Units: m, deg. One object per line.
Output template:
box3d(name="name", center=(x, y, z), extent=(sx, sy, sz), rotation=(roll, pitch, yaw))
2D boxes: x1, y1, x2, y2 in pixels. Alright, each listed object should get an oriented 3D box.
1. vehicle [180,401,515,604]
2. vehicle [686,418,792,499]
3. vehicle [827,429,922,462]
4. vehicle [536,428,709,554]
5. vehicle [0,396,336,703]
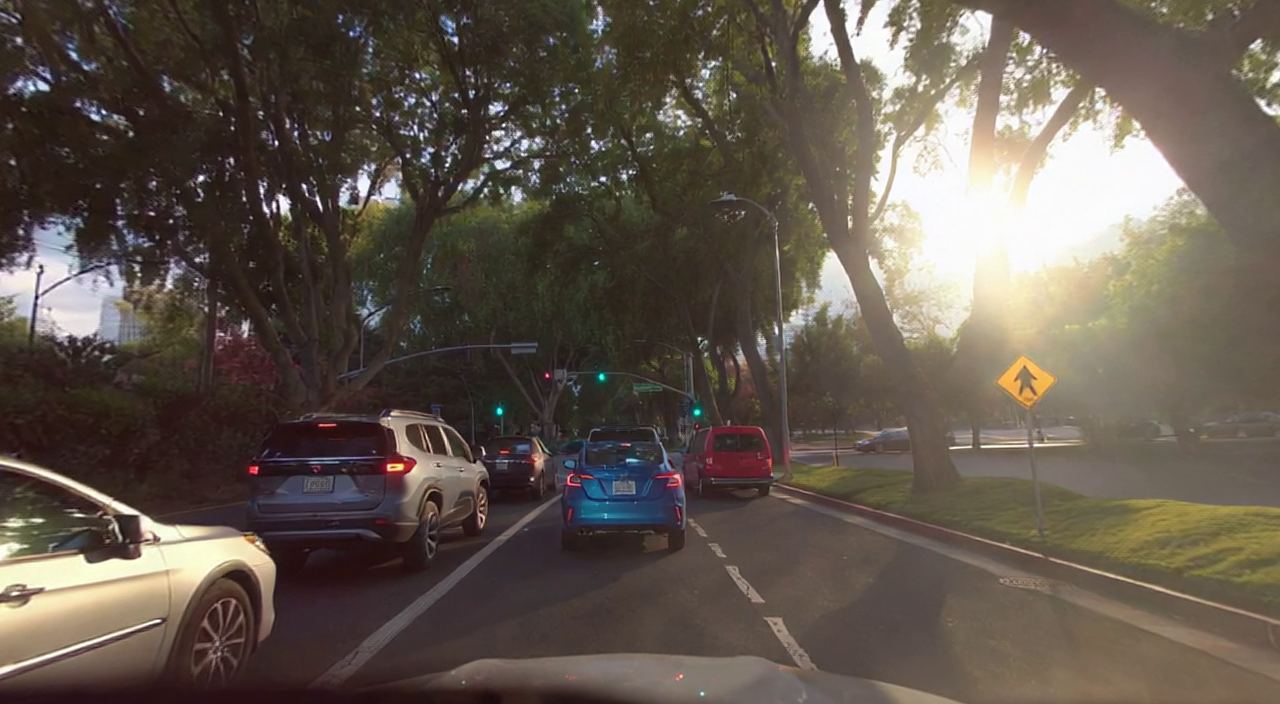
box3d(name="vehicle", center=(-2.895, 1.577, 7.450), extent=(1.964, 1.712, 4.097), rotation=(0, -8, 0))
box3d(name="vehicle", center=(2.456, 2.806, 16.878), extent=(2.059, 1.864, 4.541), rotation=(0, -8, -1))
box3d(name="vehicle", center=(11.364, 4.559, 30.700), extent=(3.883, 1.534, 1.779), rotation=(0, -8, 2))
box3d(name="vehicle", center=(-0.257, 1.916, 9.342), extent=(2.025, 1.453, 3.848), rotation=(0, -8, -2))
box3d(name="vehicle", center=(-2.966, 0.840, 1.626), extent=(1.974, 1.484, 4.716), rotation=(0, -8, 0))
